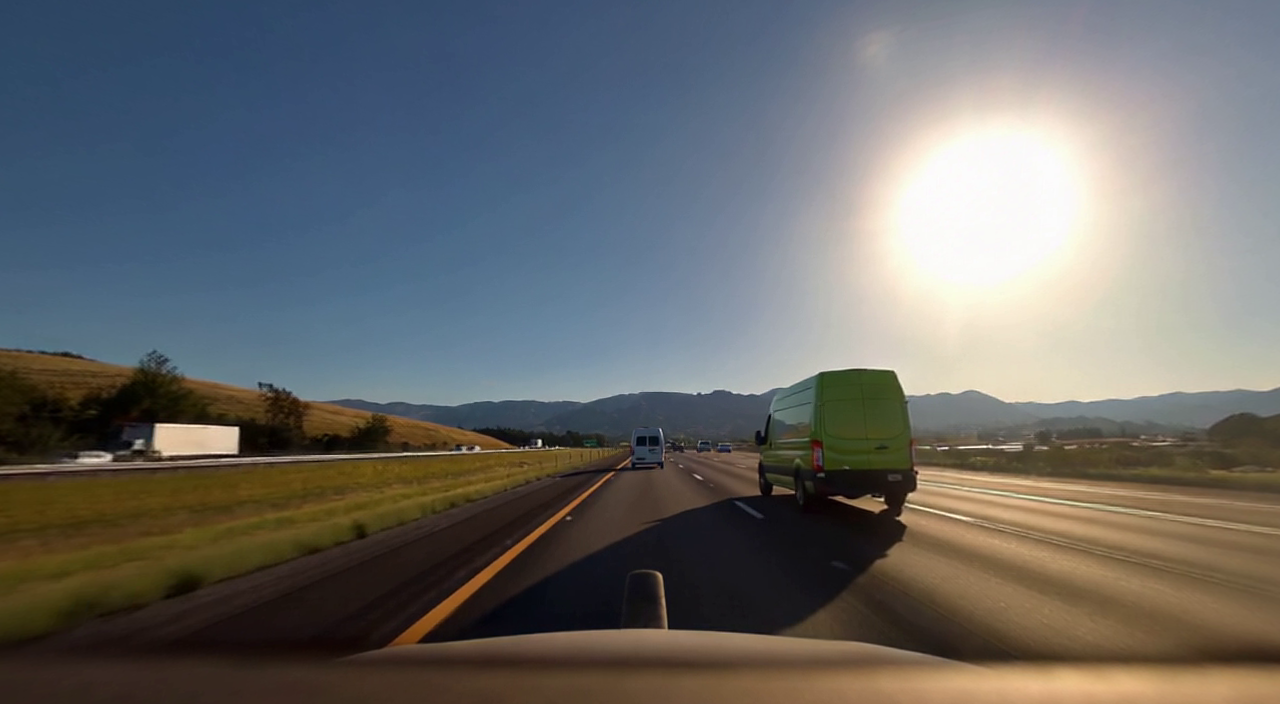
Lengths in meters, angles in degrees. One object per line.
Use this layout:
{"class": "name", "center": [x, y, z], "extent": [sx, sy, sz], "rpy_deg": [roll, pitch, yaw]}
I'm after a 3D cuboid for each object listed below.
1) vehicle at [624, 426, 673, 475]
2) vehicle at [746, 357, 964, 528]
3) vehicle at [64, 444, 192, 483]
{"class": "vehicle", "center": [0.388, 4.640, 29.910], "extent": [2.131, 2.122, 4.473], "rpy_deg": [0, -8, 0]}
{"class": "vehicle", "center": [3.868, 1.851, 12.994], "extent": [2.302, 2.670, 6.176], "rpy_deg": [0, -8, 0]}
{"class": "vehicle", "center": [-24.583, 5.337, 30.577], "extent": [2.041, 1.704, 4.905], "rpy_deg": [0, -8, 1]}
